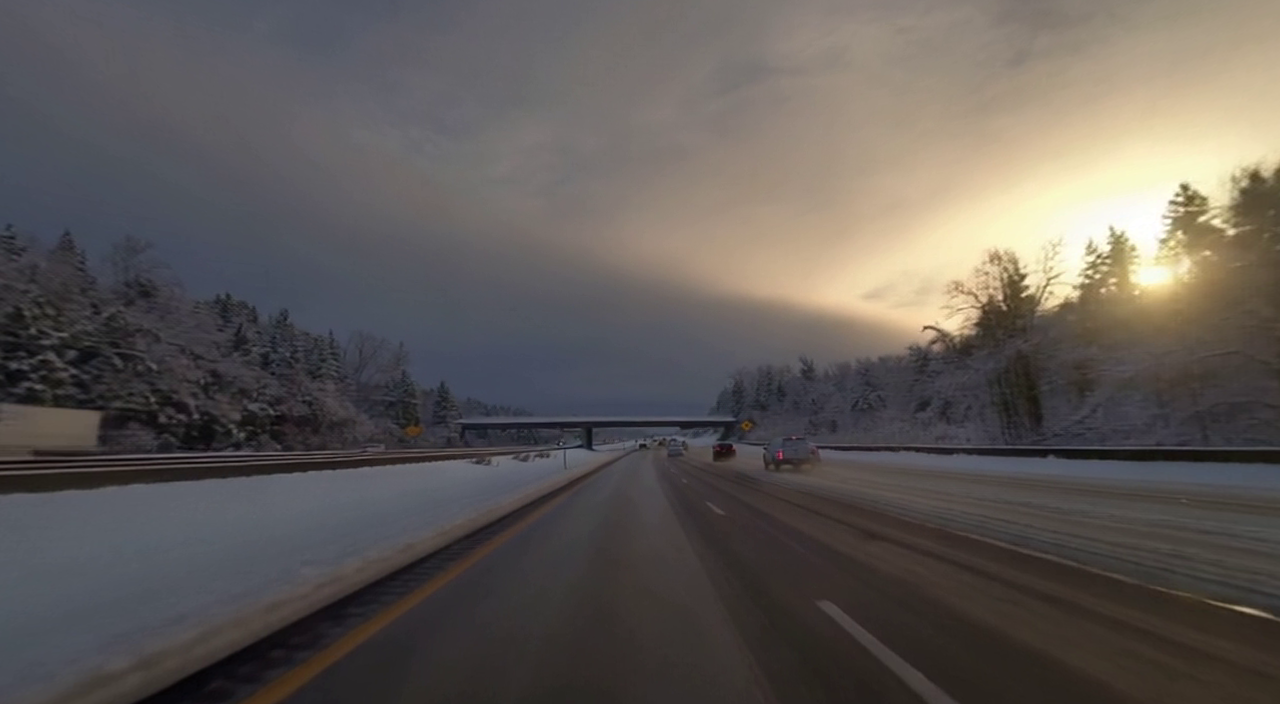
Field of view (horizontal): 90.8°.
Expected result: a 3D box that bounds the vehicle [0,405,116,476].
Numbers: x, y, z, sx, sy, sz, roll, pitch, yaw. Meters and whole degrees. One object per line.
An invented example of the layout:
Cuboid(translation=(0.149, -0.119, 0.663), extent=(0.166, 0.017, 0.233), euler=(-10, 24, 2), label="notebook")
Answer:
Cuboid(translation=(-39.023, 5.135, 36.611), extent=(2.933, 4.165, 16.704), euler=(0, -9, 1), label="vehicle")
